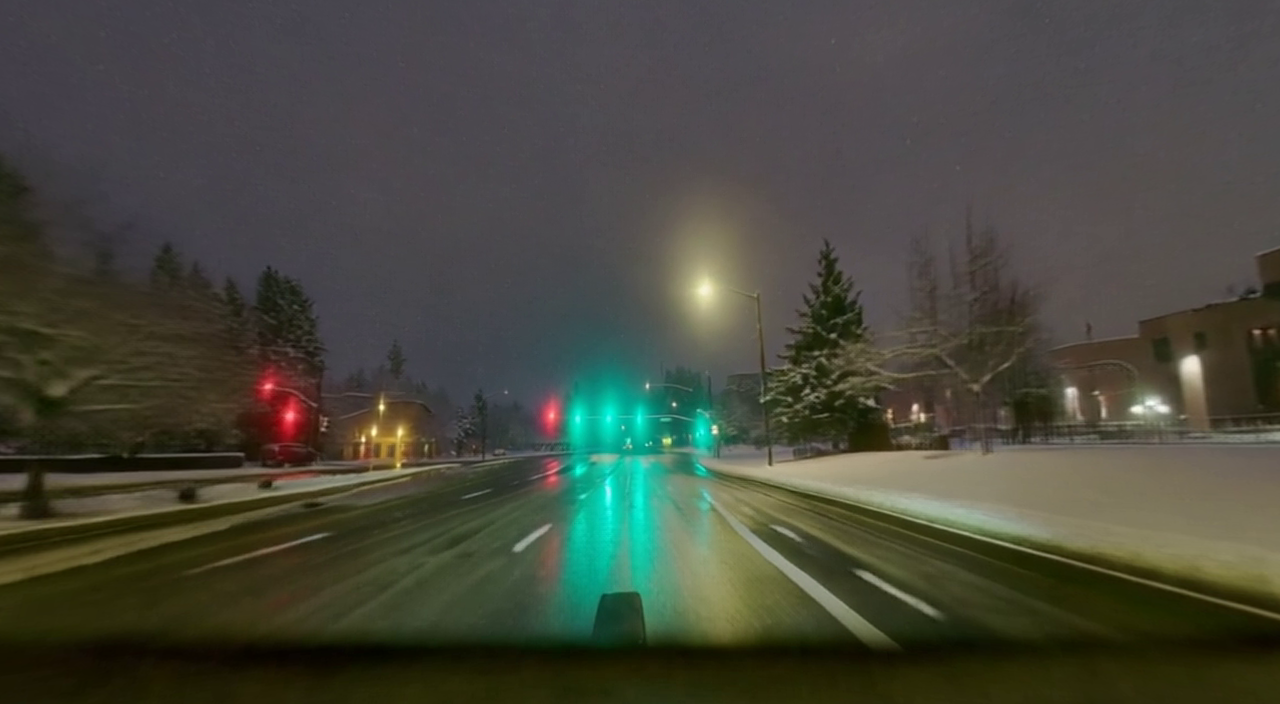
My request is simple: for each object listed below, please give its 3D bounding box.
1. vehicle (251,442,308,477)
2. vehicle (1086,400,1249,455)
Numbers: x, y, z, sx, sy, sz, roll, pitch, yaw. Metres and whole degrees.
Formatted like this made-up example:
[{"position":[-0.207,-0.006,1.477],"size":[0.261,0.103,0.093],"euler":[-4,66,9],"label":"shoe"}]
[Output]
[{"position":[-27.375,8.131,48.098],"size":[2.249,2.488,3.048],"euler":[-3,-8,8],"label":"vehicle"},{"position":[38.006,5.328,45.382],"size":[12.668,3.508,3.144],"euler":[1,-8,-22],"label":"vehicle"}]
